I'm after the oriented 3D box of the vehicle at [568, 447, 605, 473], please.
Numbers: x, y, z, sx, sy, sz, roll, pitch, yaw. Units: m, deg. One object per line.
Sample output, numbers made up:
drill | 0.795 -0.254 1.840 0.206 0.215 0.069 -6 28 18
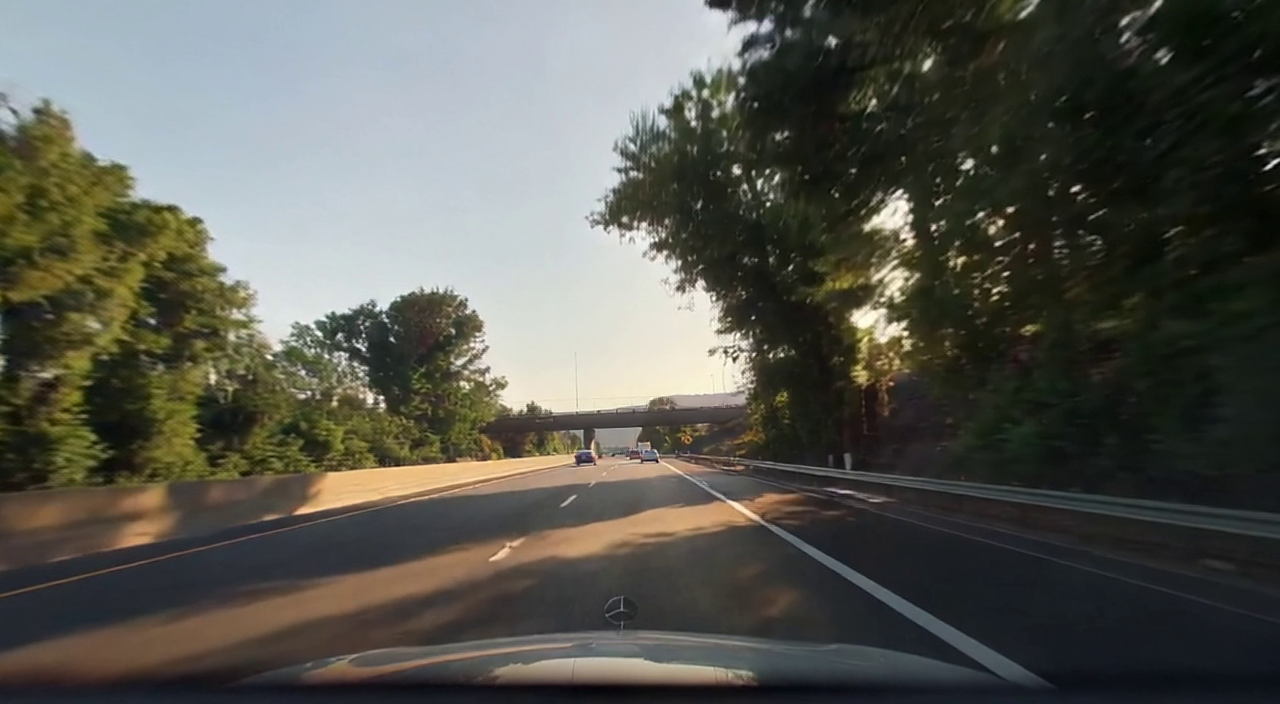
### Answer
vehicle | -3.460 7.077 41.490 2.049 1.575 4.019 0 -9 0
